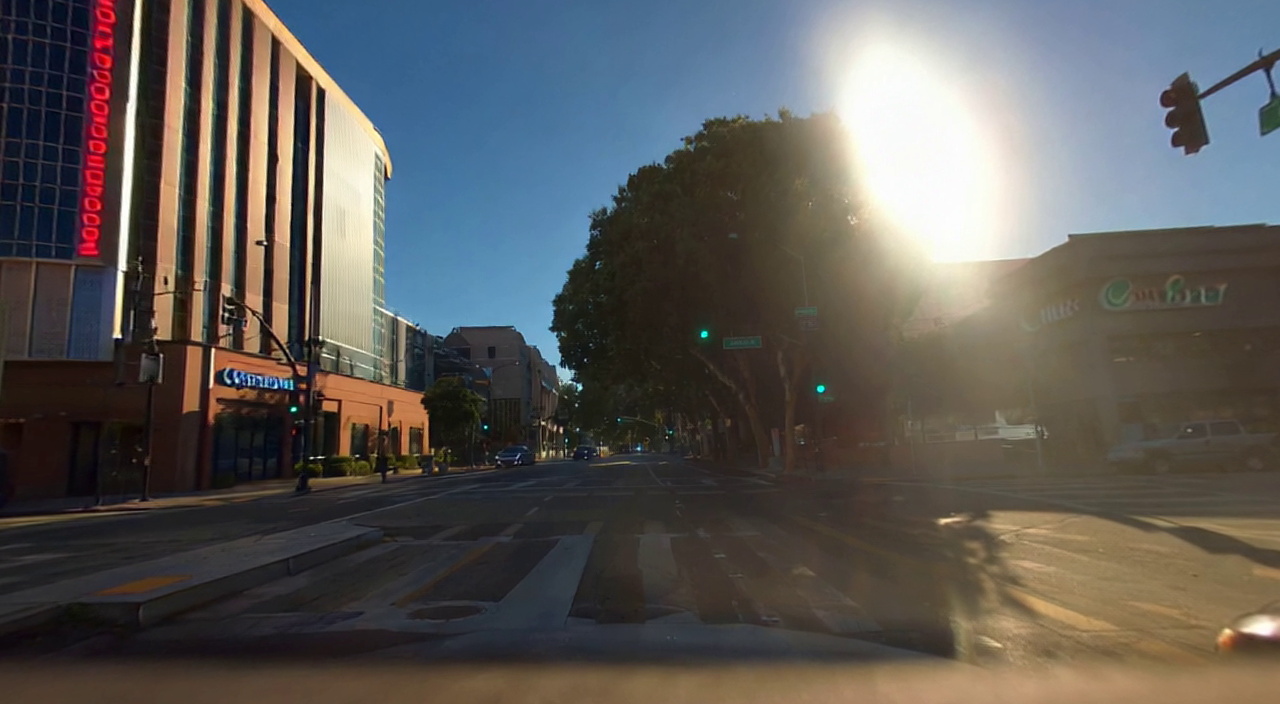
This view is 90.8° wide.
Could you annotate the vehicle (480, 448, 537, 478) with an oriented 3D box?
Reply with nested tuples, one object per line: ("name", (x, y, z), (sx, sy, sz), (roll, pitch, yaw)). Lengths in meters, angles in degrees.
("vehicle", (-6.930, 5.885, 33.731), (1.893, 1.451, 4.276), (-1, -9, 3))
